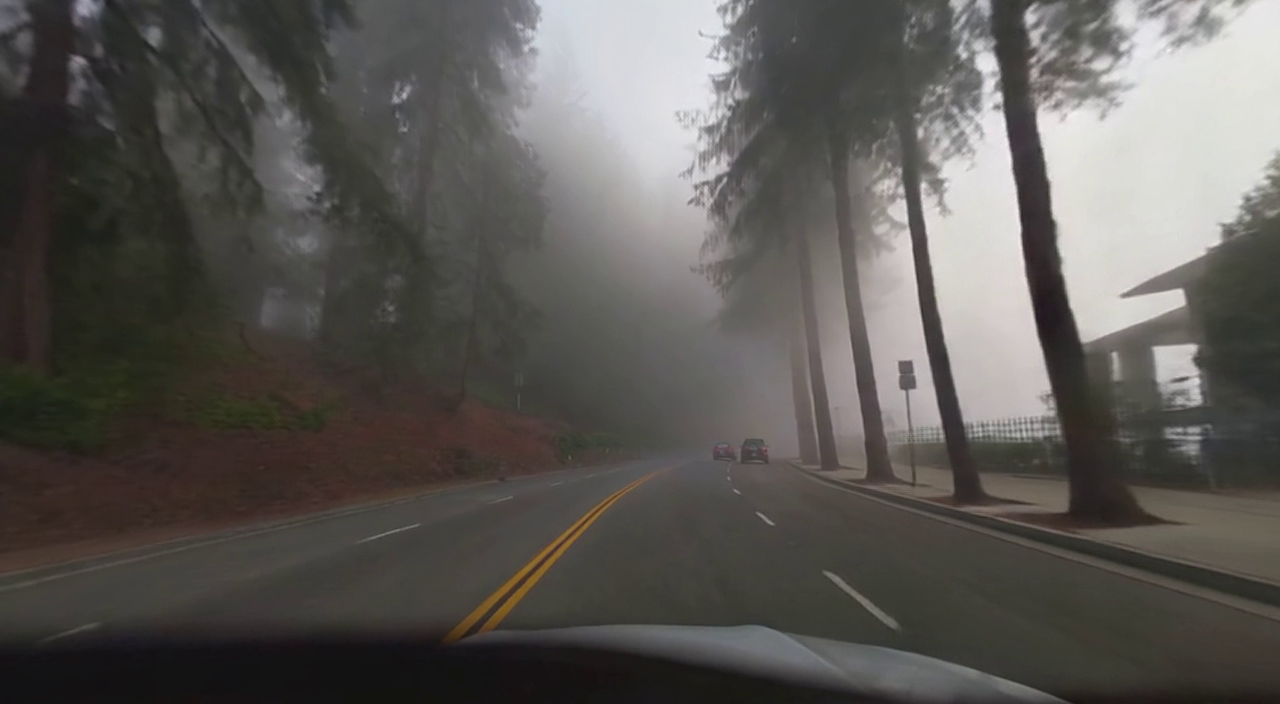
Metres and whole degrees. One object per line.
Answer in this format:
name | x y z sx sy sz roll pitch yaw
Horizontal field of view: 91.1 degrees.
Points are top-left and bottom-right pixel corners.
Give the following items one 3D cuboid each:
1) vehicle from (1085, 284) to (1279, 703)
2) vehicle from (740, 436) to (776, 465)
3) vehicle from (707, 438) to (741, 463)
vehicle | 3.336 0.461 0.552 2.219 1.881 5.104 0 -8 2
vehicle | 7.591 6.322 40.421 2.069 1.791 4.422 -1 -9 10
vehicle | 6.600 7.664 49.108 2.158 1.852 4.485 -2 -9 13
